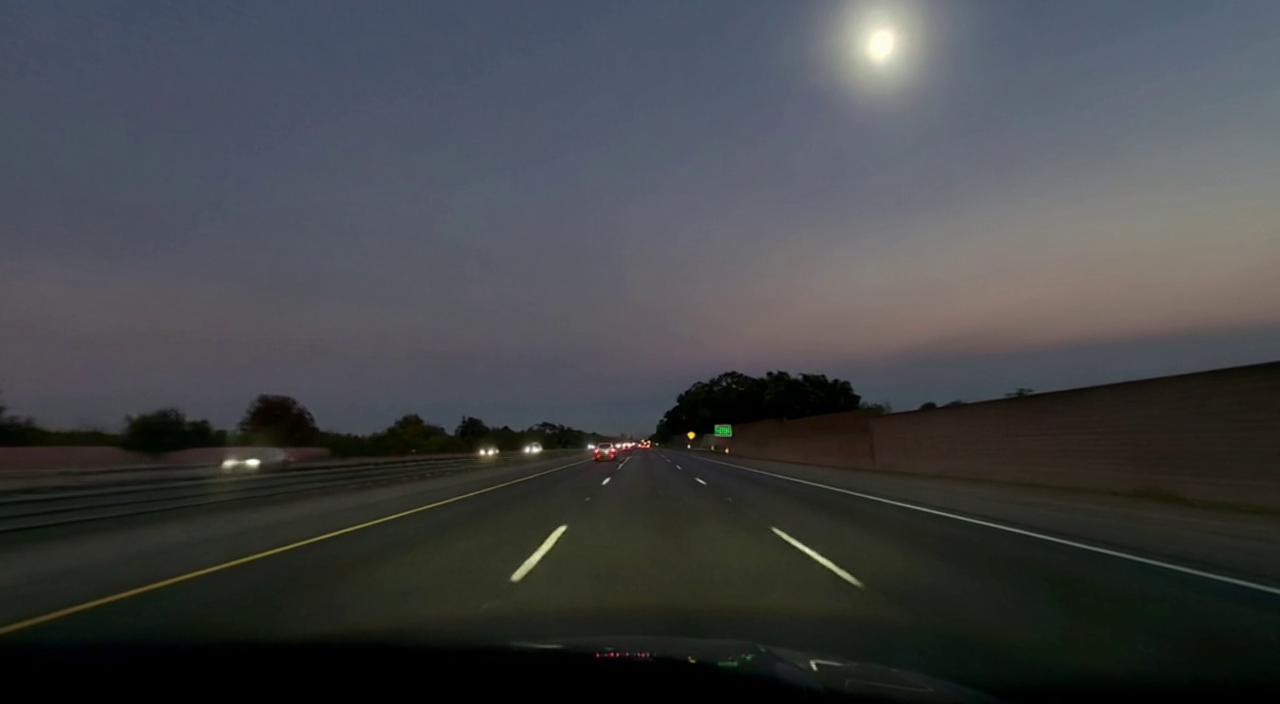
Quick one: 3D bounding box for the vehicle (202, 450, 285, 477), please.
[{"bbox_3d":[-24.465,6.848,39.099,1.991,1.525,4.792,0,-8,0],"label":"vehicle"}]
